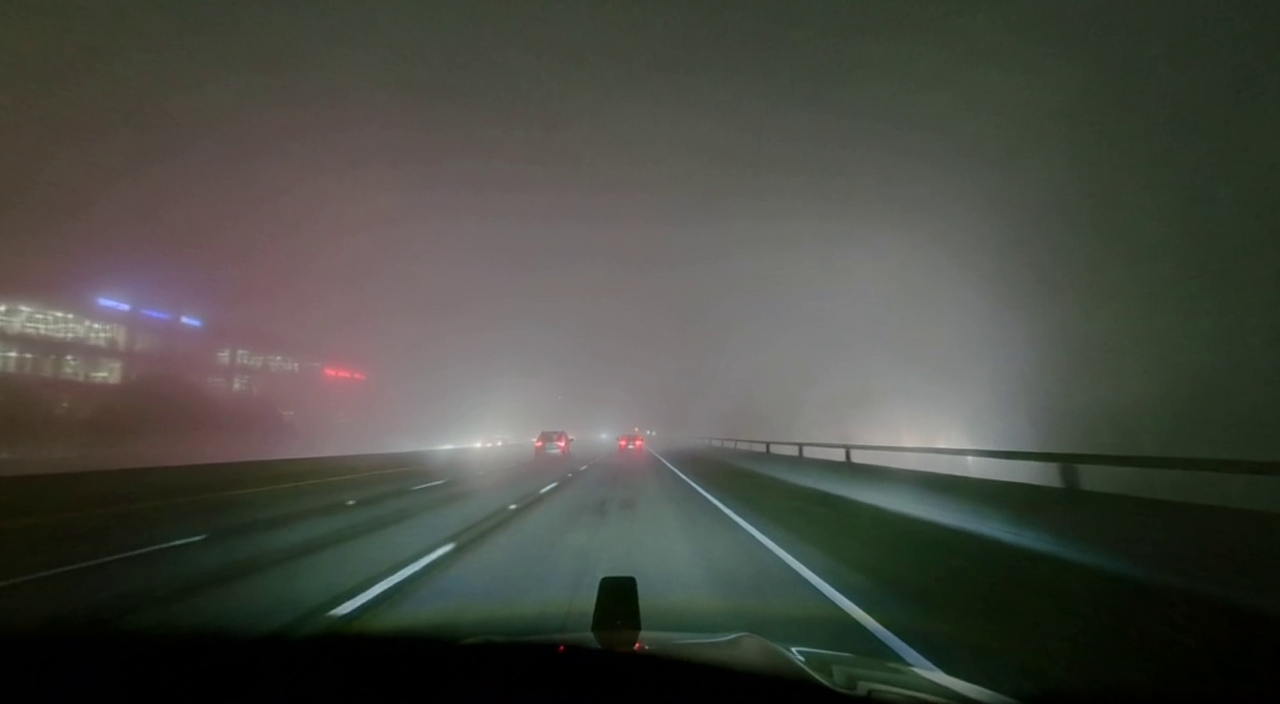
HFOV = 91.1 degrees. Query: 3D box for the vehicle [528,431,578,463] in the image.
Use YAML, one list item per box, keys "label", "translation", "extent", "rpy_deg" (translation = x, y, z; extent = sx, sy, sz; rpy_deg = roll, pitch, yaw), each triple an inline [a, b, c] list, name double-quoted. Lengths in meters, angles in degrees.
- label: "vehicle"
  translation: [-4.635, 5.110, 34.142]
  extent: [2.036, 1.612, 4.510]
  rpy_deg: [0, -8, 0]
